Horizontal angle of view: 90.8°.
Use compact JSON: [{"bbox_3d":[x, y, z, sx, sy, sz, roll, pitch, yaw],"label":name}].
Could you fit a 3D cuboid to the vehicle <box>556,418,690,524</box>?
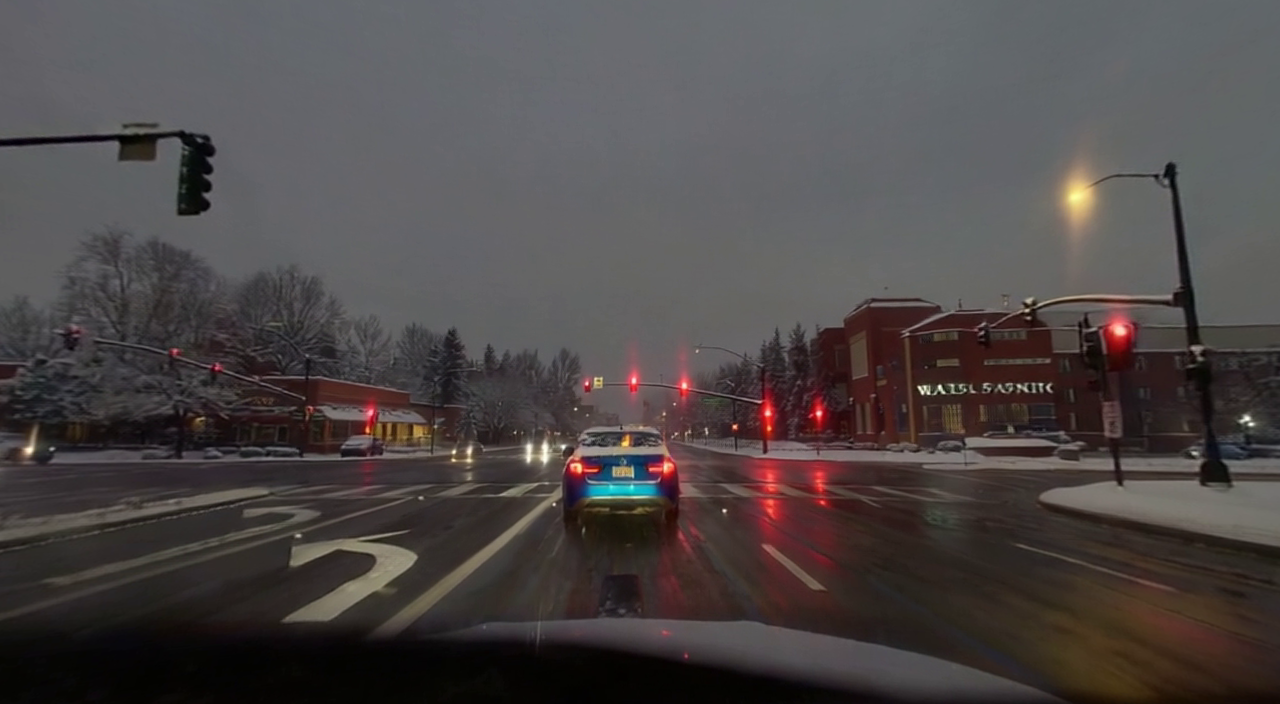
[{"bbox_3d":[-0.304,2.132,11.821,2.066,1.618,3.922,0,-8,-1],"label":"vehicle"}]
